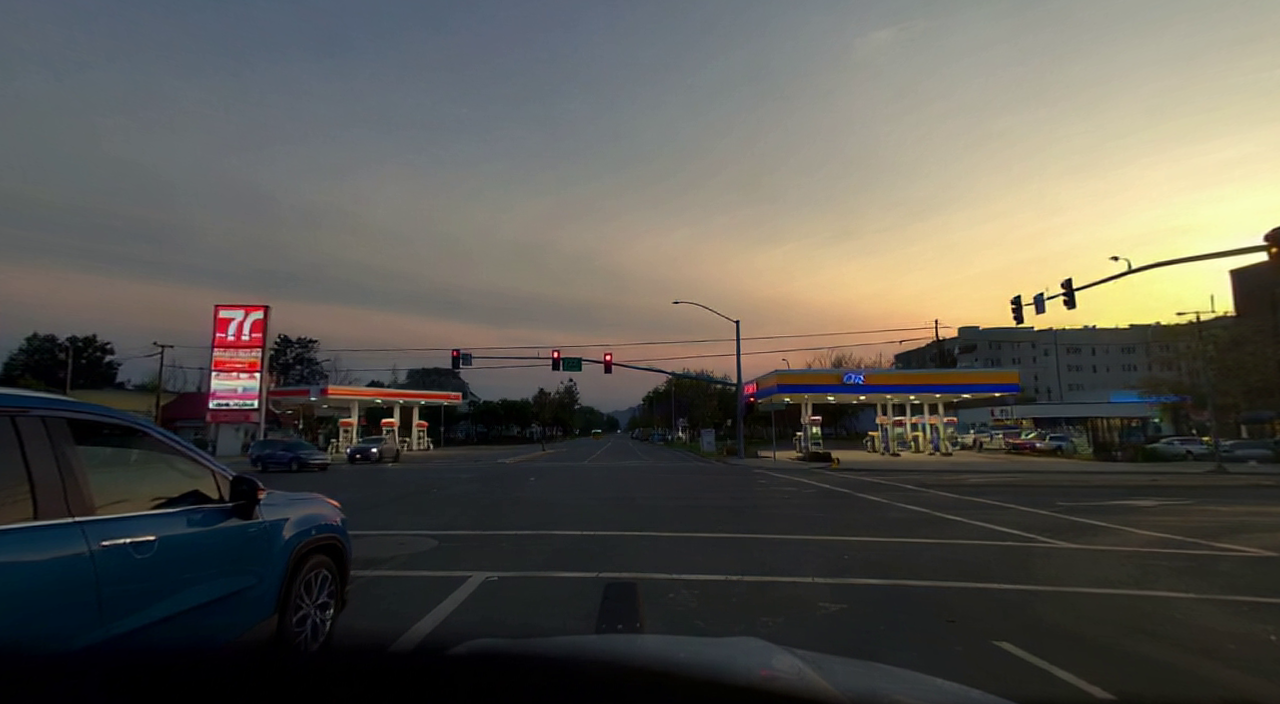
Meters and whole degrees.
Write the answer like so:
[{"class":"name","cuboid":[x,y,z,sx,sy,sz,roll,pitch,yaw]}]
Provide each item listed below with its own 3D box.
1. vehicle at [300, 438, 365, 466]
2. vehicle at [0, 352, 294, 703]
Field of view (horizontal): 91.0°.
[{"class":"vehicle","cuboid":[-20.466,6.680,42.145,2.004,1.699,4.486,0,-9,1]},{"class":"vehicle","cuboid":[-3.420,0.806,2.033,2.053,1.690,4.364,0,-9,1]}]
